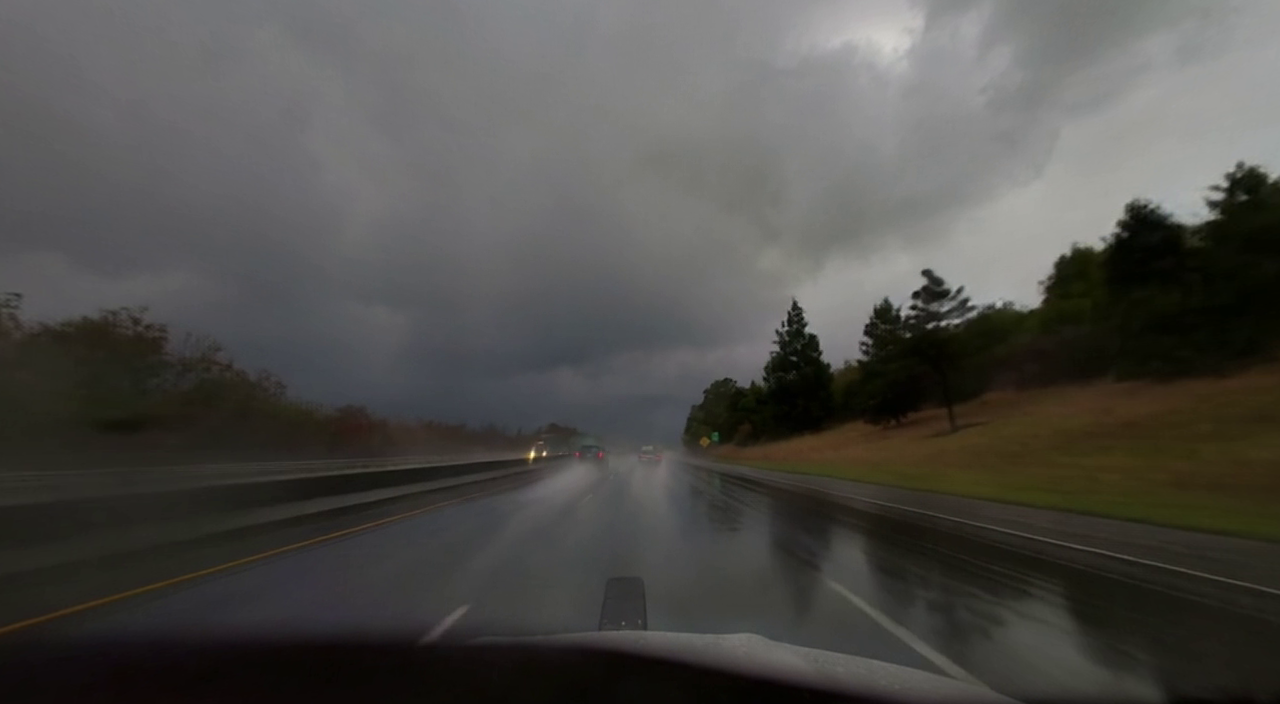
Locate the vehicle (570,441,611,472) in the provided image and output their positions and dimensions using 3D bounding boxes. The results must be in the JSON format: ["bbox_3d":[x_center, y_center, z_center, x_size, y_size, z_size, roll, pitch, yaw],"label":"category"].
[{"bbox_3d":[-2.962,6.419,38.683,2.143,1.770,4.283,0,-9,1],"label":"vehicle"}]

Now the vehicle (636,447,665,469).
[{"bbox_3d":[0.749,7.905,47.201,2.036,1.519,4.225,0,-9,0],"label":"vehicle"}]
